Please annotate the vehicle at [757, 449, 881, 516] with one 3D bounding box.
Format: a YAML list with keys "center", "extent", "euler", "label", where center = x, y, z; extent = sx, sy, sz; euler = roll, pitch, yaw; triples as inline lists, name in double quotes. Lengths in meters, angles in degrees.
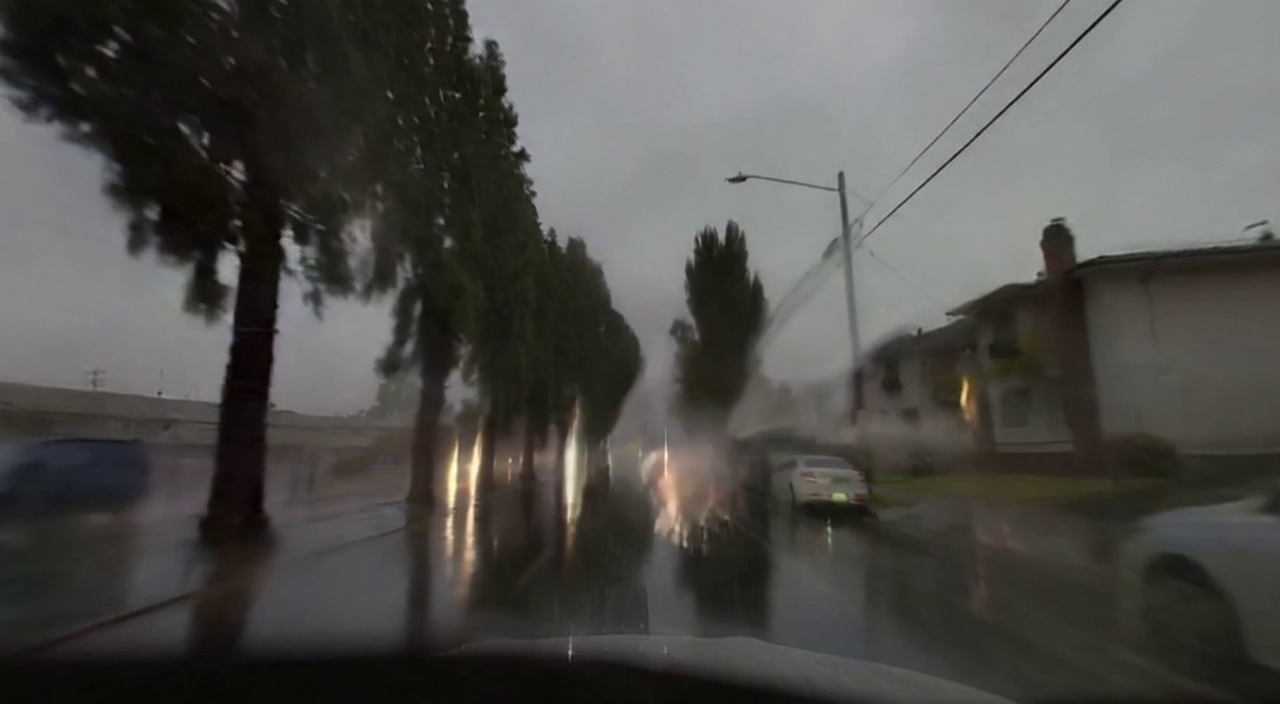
- center: [4.352, 3.218, 16.169]
  extent: [1.833, 1.399, 4.727]
  euler: [-1, -8, 1]
  label: "vehicle"

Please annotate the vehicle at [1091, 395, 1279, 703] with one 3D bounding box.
- center: [4.525, 0.903, 2.374]
  extent: [2.128, 1.635, 4.602]
  euler: [0, -8, -2]
  label: "vehicle"

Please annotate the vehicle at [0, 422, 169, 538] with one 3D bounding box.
- center: [-13.297, 2.636, 13.313]
  extent: [2.469, 2.157, 5.373]
  euler: [-1, -8, 1]
  label: "vehicle"

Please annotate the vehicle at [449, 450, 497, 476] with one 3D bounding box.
- center: [-12.250, 8.144, 46.567]
  extent: [2.045, 1.712, 4.511]
  euler: [-1, -8, 3]
  label: "vehicle"
